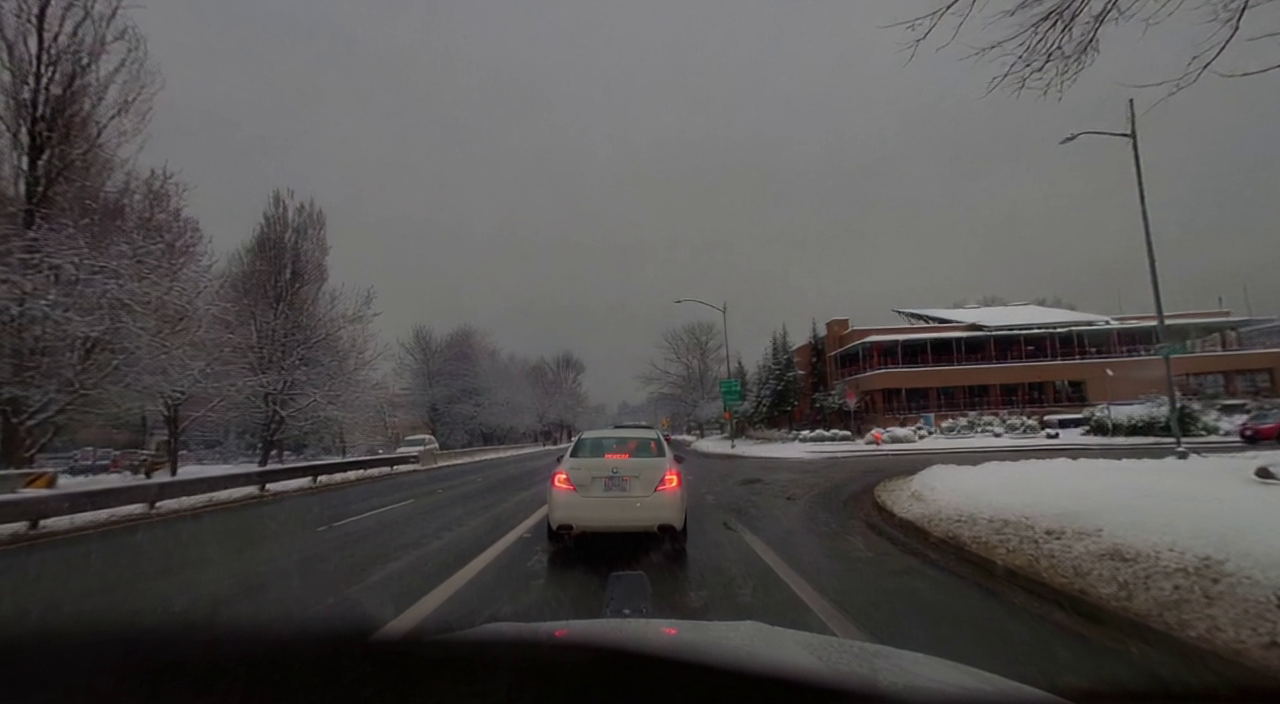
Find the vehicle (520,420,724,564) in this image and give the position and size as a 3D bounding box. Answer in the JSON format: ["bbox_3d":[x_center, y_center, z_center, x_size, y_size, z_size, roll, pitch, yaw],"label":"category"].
[{"bbox_3d":[-0.192,1.756,8.660,2.112,1.482,4.076,0,-8,0],"label":"vehicle"}]

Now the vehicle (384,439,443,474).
[{"bbox_3d":[-10.304,4.673,28.455,2.072,1.465,4.394,4,-9,-24],"label":"vehicle"}]
